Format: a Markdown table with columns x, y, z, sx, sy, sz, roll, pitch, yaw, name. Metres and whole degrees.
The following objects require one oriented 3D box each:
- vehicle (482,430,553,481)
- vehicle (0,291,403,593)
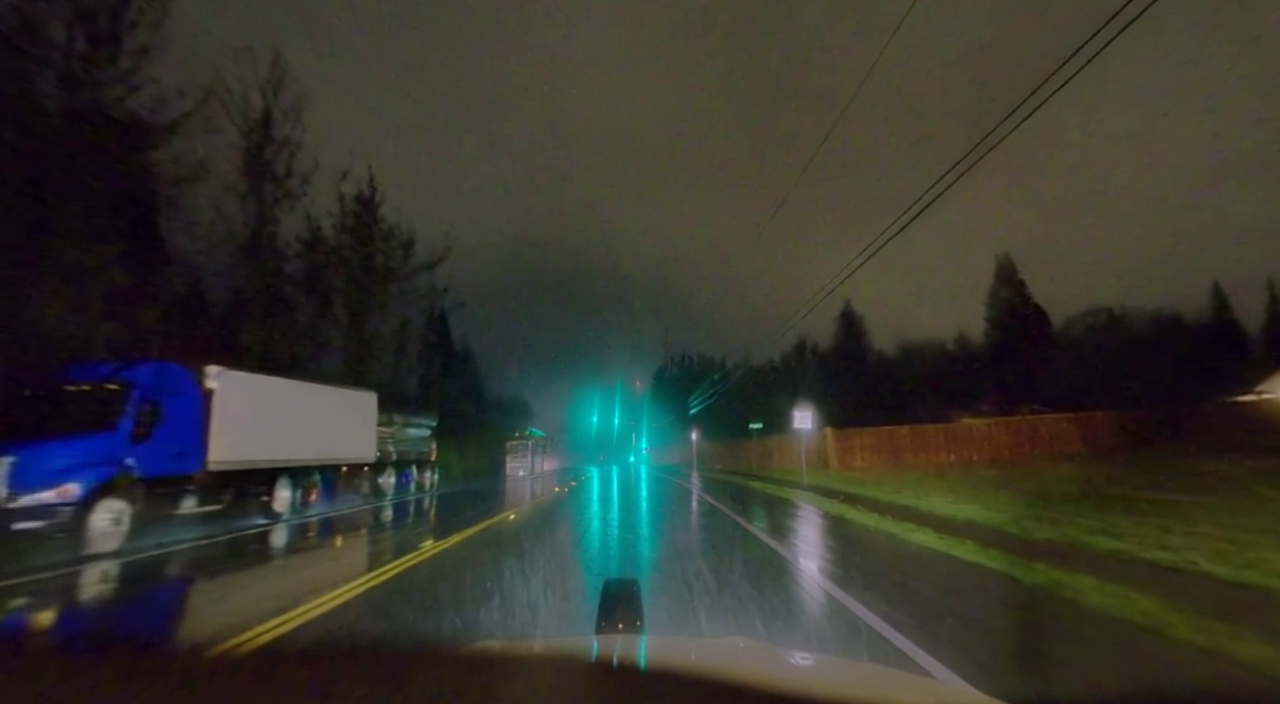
| x | y | z | sx | sy | sz | roll | pitch | yaw | name |
| --- | --- | --- | --- | --- | --- | --- | --- | --- | --- |
| -7.986 | 6.877 | 42.380 | 2.781 | 3.039 | 8.581 | 0 | -8 | 2 | vehicle |
| -8.093 | 1.614 | 12.157 | 2.905 | 3.359 | 10.168 | 0 | -7 | 1 | vehicle |
